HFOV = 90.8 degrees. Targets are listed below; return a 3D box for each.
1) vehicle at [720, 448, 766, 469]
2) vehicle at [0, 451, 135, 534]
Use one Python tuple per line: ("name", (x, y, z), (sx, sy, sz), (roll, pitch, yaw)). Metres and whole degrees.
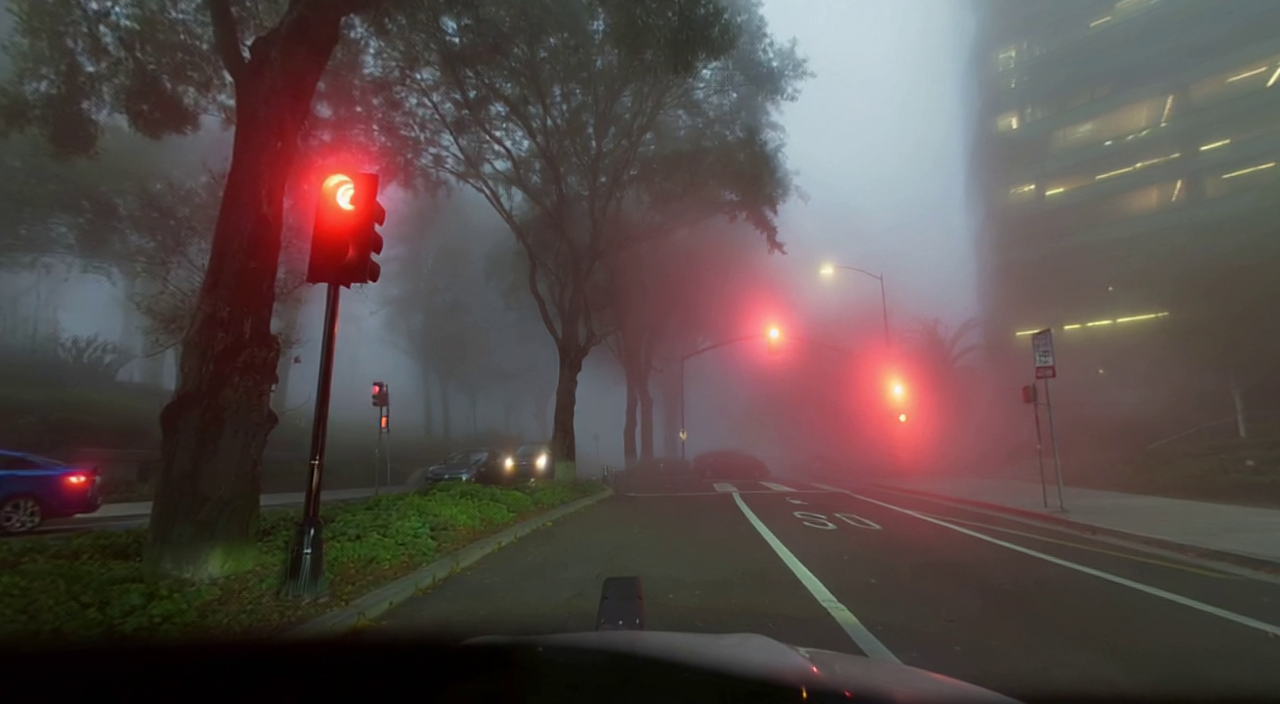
("vehicle", (7.840, 8.117, 48.420), (1.829, 1.440, 4.384), (2, -9, -14))
("vehicle", (-12.880, 2.713, 12.286), (4.598, 1.490, 1.816), (7, -11, -40))
